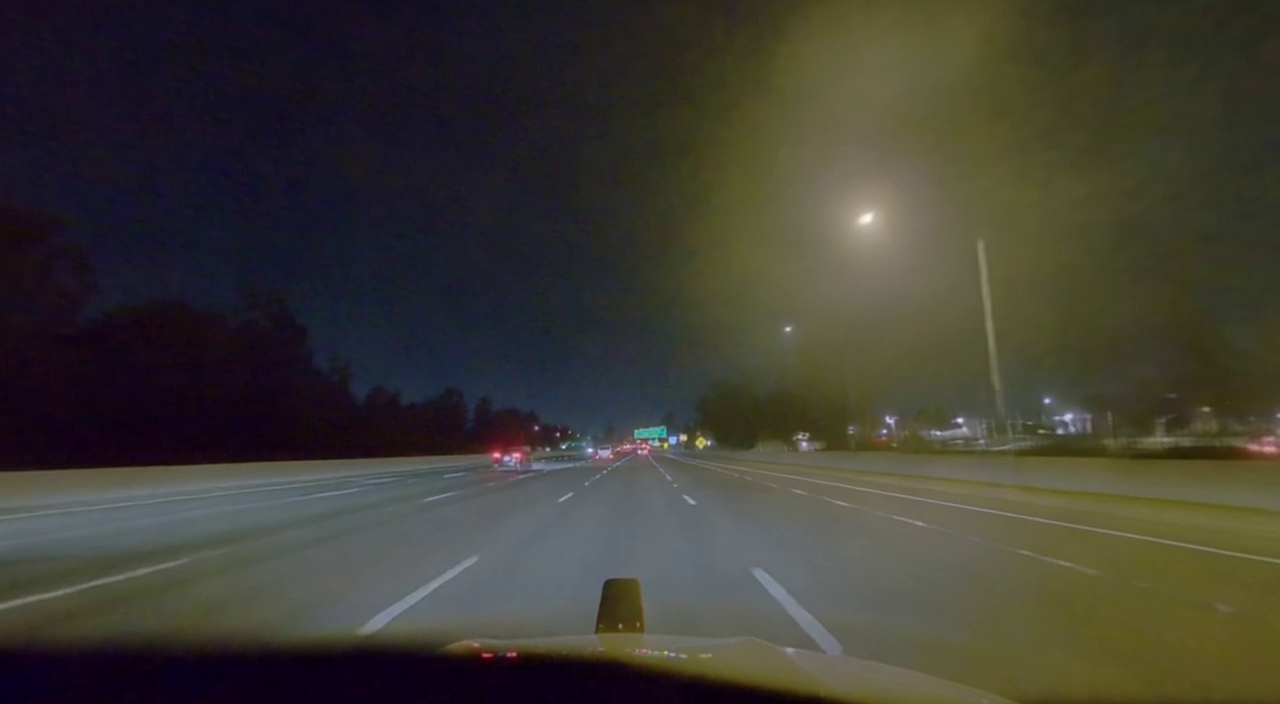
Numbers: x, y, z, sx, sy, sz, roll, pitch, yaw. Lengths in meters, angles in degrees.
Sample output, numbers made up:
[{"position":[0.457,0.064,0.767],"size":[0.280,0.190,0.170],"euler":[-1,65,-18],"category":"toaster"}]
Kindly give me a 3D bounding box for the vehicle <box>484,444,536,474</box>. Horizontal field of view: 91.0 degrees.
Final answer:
[{"position":[-7.120,5.903,34.934],"size":[1.985,1.513,4.172],"euler":[0,-9,1],"category":"vehicle"}]
